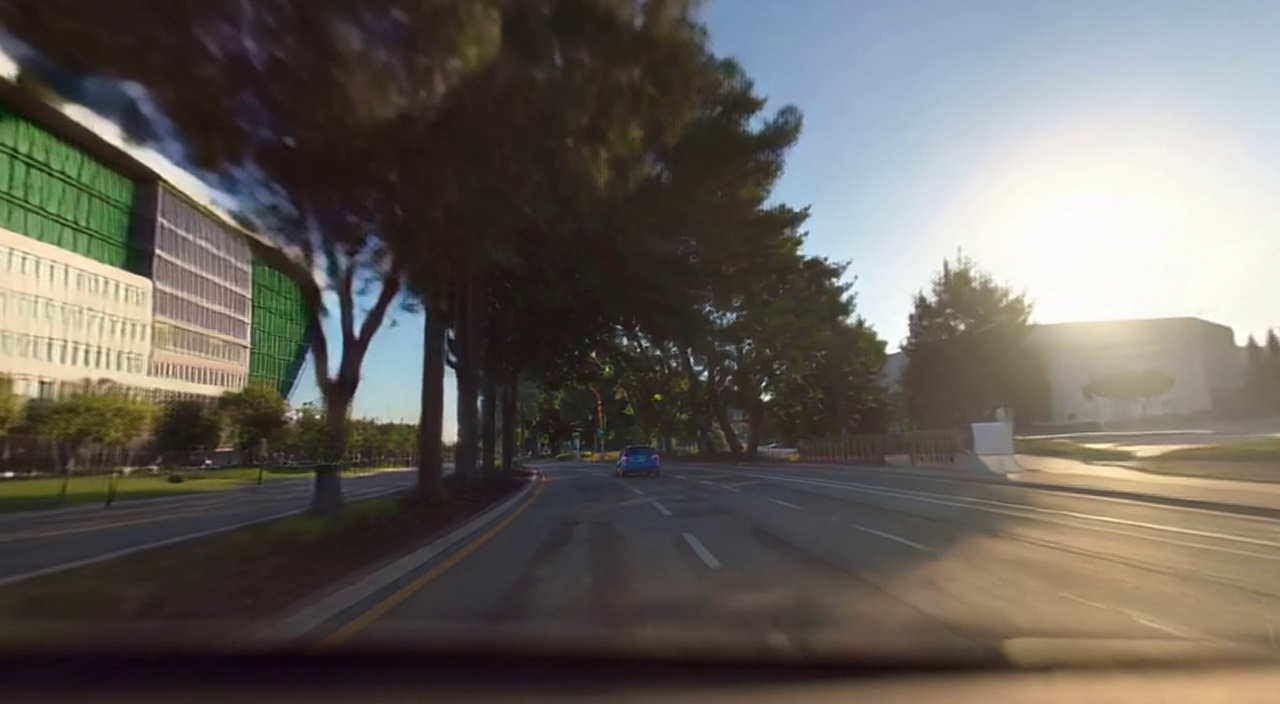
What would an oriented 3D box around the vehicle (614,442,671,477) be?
[{"bbox_3d":[0.023,5.460,32.441,2.165,1.633,4.381,1,-9,-10],"label":"vehicle"}]
